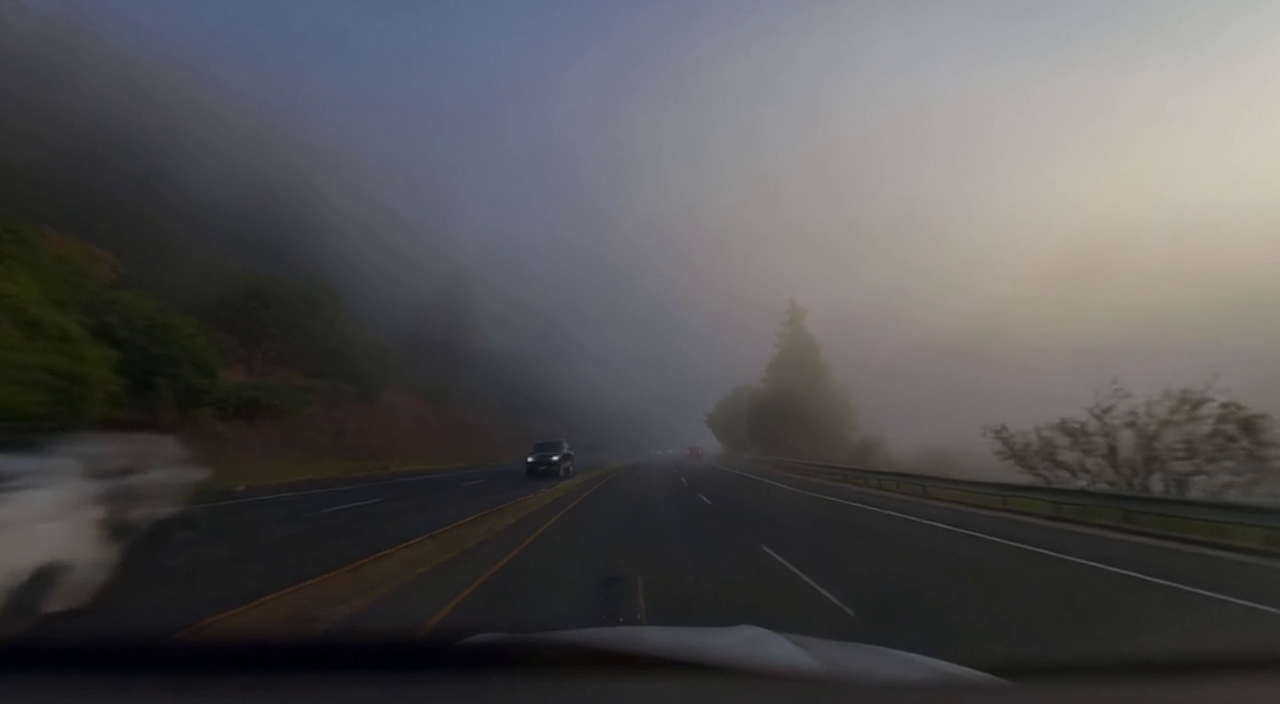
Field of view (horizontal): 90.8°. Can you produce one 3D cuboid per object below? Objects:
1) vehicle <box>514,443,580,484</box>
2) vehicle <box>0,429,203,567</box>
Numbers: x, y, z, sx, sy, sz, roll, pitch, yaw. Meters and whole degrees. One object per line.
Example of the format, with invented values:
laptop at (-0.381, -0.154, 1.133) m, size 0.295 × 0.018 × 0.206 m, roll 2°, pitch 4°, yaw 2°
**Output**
vehicle at (-4.923, 6.004, 34.471) m, size 2.533 × 2.001 × 5.922 m, roll -1°, pitch -9°, yaw 2°
vehicle at (-9.079, 2.020, 9.162) m, size 2.154 × 1.715 × 4.579 m, roll 0°, pitch -9°, yaw 0°
